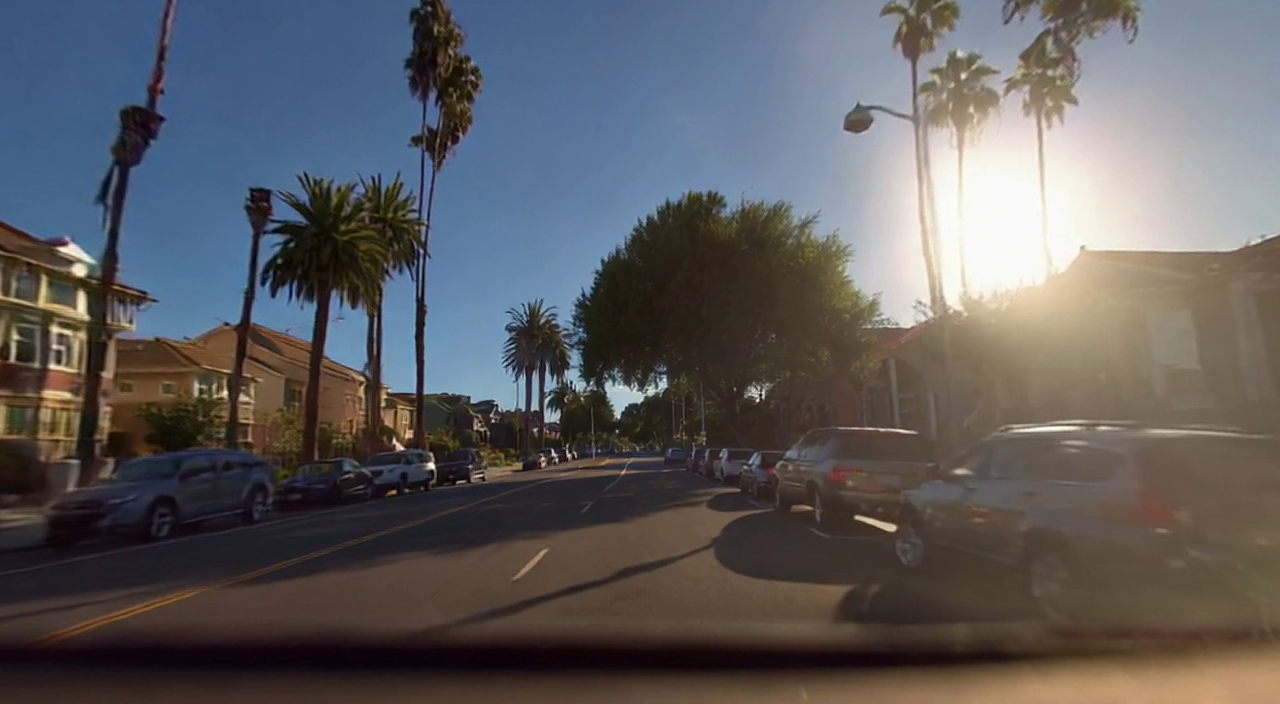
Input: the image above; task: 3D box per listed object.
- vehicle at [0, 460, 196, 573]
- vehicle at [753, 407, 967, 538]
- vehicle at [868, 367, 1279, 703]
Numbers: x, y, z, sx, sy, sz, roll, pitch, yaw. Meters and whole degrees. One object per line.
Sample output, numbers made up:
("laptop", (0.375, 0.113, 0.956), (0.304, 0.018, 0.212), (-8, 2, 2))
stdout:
("vehicle", (-9.238, 2.409, 9.477), (3.807, 1.465, 1.821), (3, -9, -22))
("vehicle", (3.734, 2.155, 11.923), (2.121, 1.929, 4.763), (0, -8, -3))
("vehicle", (3.591, 1.206, 5.142), (1.899, 1.669, 4.259), (0, -8, 1))
